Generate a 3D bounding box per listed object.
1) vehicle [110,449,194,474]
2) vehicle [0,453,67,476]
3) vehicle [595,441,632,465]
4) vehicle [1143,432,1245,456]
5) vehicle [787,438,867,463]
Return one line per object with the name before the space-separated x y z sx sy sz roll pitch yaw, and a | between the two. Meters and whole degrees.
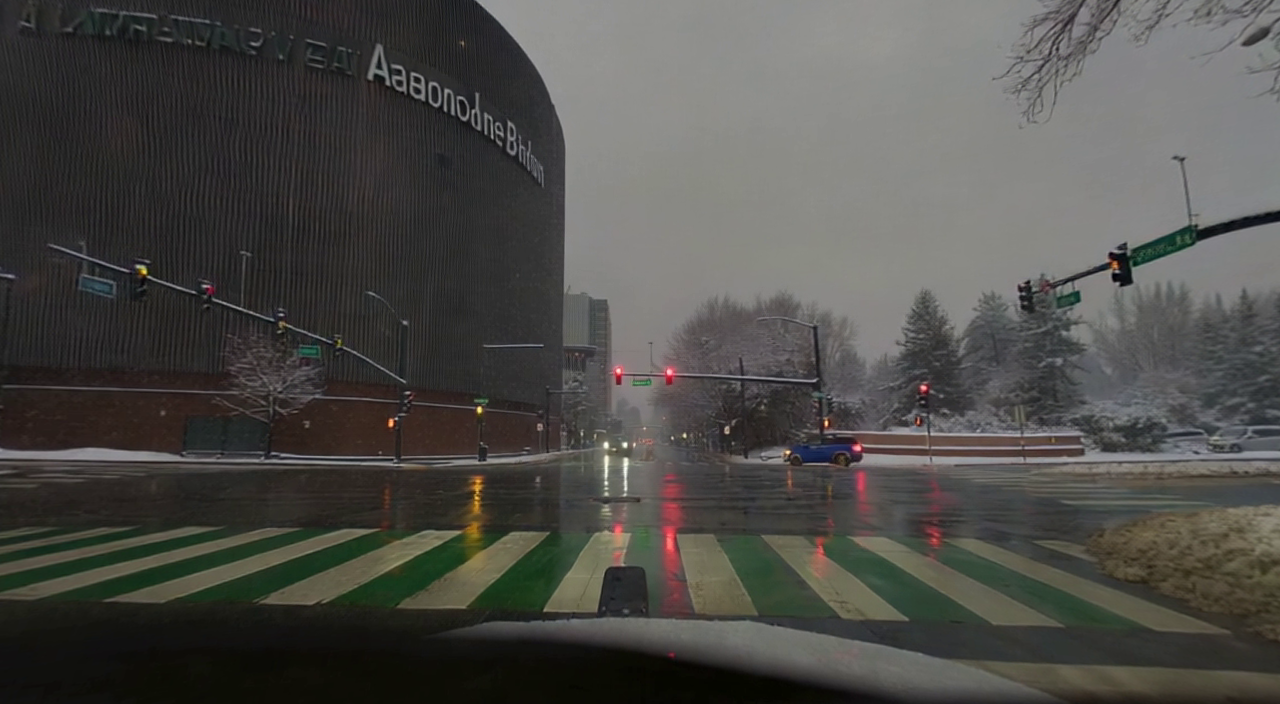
vehicle | -33.074 7.408 42.759 4.136 1.661 1.857 0 -8 1
vehicle | -41.645 7.634 42.771 3.698 1.467 1.779 0 -8 1
vehicle | -1.835 6.644 41.753 2.280 1.454 4.836 1 -8 -4
vehicle | 36.150 6.020 41.200 4.767 1.456 1.858 0 -8 2
vehicle | 11.659 6.174 39.548 4.529 1.457 1.981 -2 -9 9
